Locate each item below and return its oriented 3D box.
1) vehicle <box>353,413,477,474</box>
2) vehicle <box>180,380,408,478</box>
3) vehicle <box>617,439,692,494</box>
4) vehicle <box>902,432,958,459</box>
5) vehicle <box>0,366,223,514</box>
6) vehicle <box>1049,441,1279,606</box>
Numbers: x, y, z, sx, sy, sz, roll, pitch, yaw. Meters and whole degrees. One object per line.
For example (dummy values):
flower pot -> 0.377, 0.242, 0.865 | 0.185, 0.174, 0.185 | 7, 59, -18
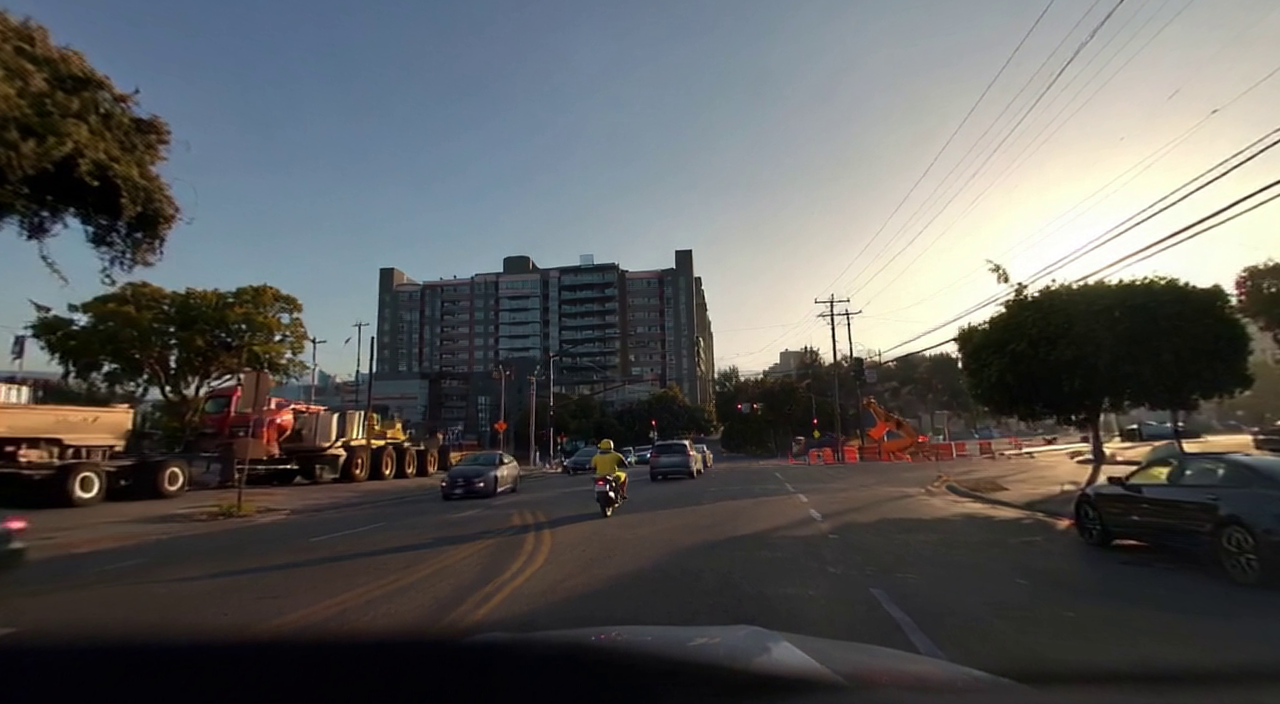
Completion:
vehicle -> -13.074, 5.248, 38.198 | 2.970, 2.938, 11.622 | -3, -5, 2
vehicle -> -13.742, 3.334, 26.712 | 2.996, 3.170, 10.153 | -5, -8, 7
vehicle -> 0.587, 3.706, 20.856 | 1.925, 1.602, 4.090 | -2, -9, 9
vehicle -> 20.008, 6.508, 43.841 | 1.918, 1.732, 4.650 | -1, -8, 4
vehicle -> -15.106, 2.176, 15.476 | 2.990, 3.144, 9.080 | -1, -8, 5
vehicle -> 6.819, 1.713, 6.914 | 1.973, 1.457, 4.522 | -1, -8, 6
